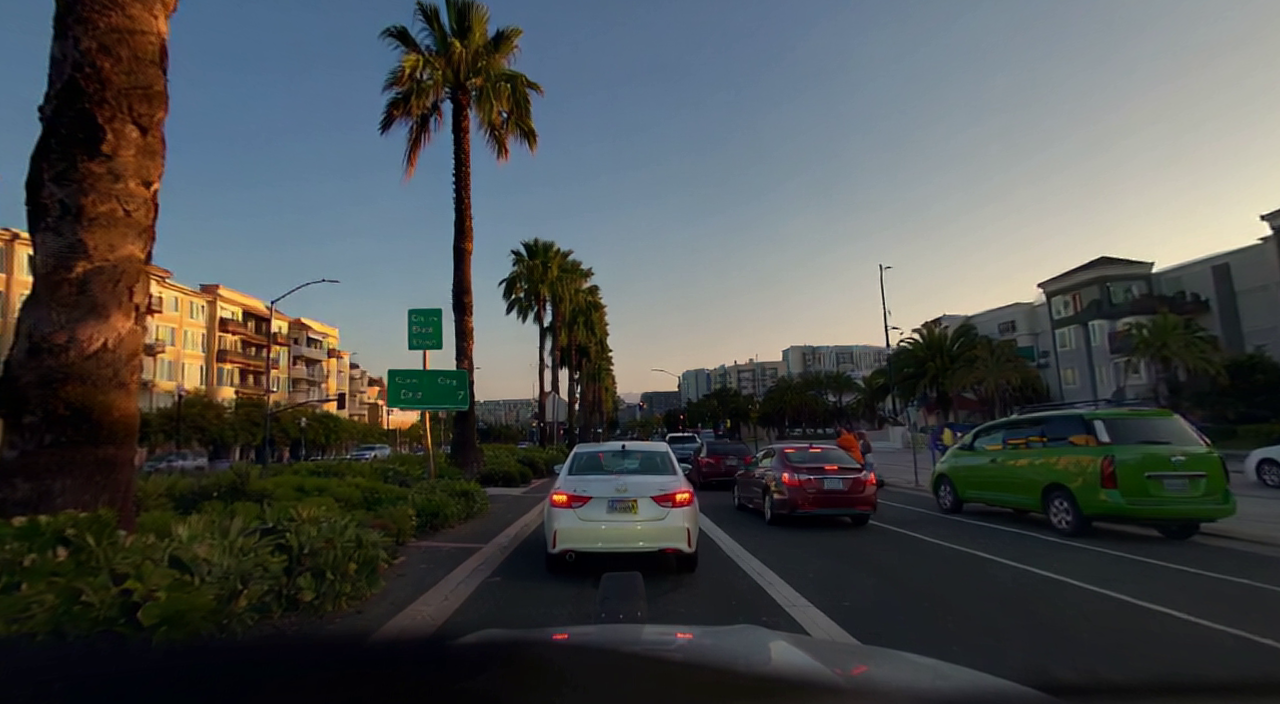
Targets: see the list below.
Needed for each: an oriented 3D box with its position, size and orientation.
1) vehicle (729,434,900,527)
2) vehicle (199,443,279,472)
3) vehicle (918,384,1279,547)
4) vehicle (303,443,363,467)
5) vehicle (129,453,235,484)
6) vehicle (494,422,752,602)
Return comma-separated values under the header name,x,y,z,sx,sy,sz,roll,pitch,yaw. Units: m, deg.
name,x,y,z,sx,sy,sz,roll,pitch,yaw
vehicle,3.088,2.368,12.270,1.925,1.451,4.436,0,-8,-2
vehicle,-28.302,7.445,44.836,2.115,1.884,5.481,0,-8,0
vehicle,7.206,1.857,10.925,2.254,2.072,5.577,0,-8,0
vehicle,-23.974,8.044,49.644,2.055,1.759,5.200,0,-8,1
vehicle,-23.732,6.012,33.000,1.972,1.425,4.765,0,-8,0
vehicle,-0.155,1.638,7.343,2.158,1.498,3.919,0,-8,0
